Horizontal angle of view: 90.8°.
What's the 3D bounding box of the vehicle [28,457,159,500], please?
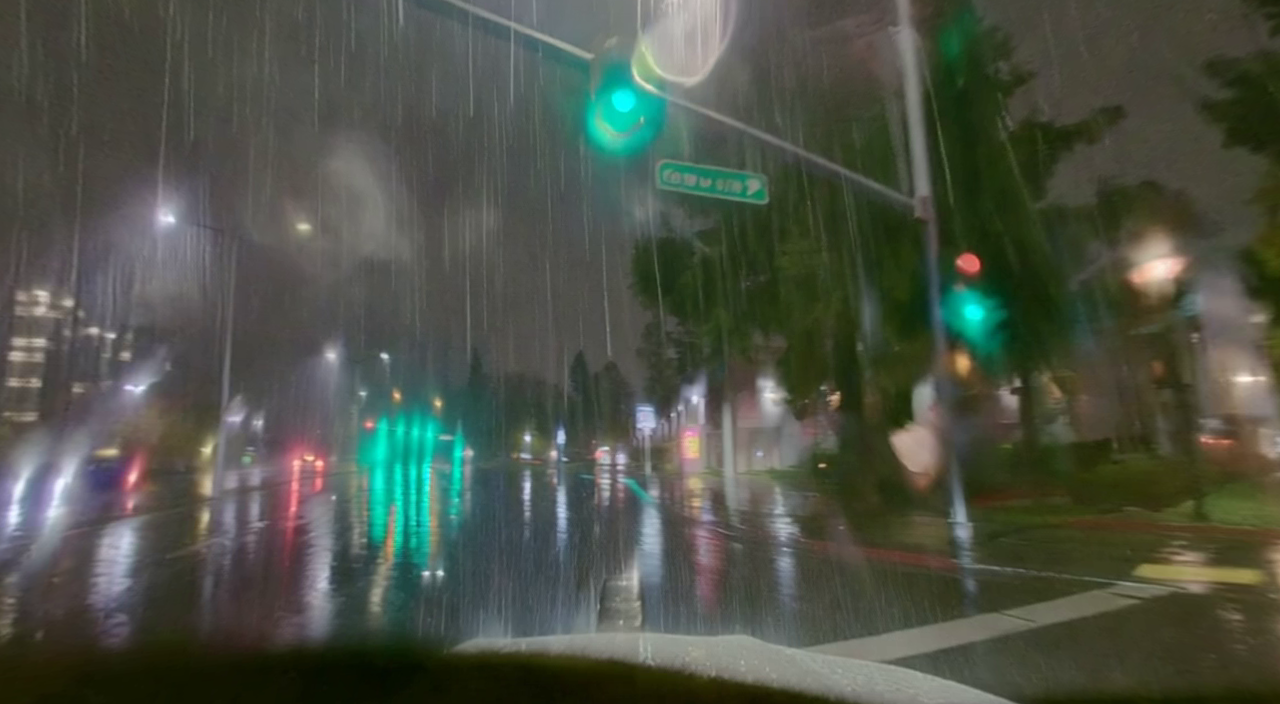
[{"bbox_3d":[-22.373,5.149,26.166,2.152,1.521,4.767,2,-9,-16],"label":"vehicle"}]
